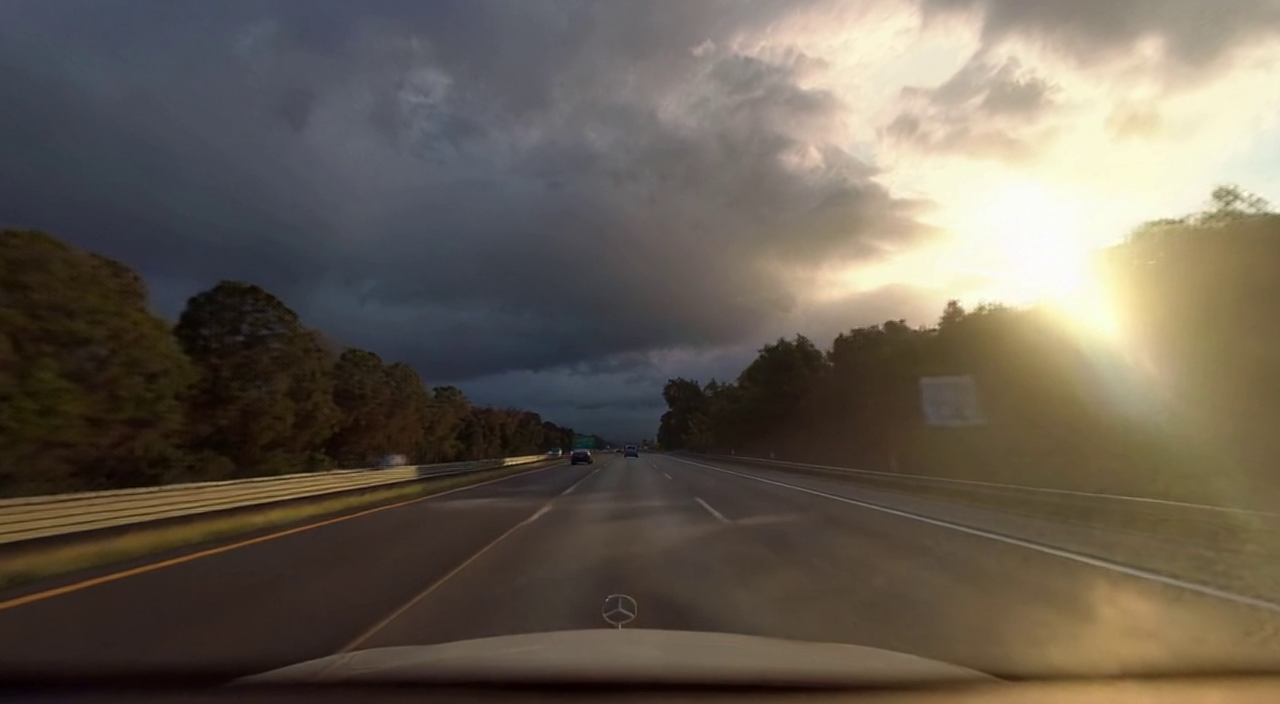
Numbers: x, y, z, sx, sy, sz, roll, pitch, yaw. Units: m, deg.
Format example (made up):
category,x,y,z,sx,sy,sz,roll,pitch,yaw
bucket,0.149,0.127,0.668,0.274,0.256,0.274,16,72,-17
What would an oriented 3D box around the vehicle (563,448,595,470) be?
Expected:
category,x,y,z,sx,sy,sz,roll,pitch,yaw
vehicle,-4.372,7.716,45.692,1.970,1.492,3.944,0,-9,0
